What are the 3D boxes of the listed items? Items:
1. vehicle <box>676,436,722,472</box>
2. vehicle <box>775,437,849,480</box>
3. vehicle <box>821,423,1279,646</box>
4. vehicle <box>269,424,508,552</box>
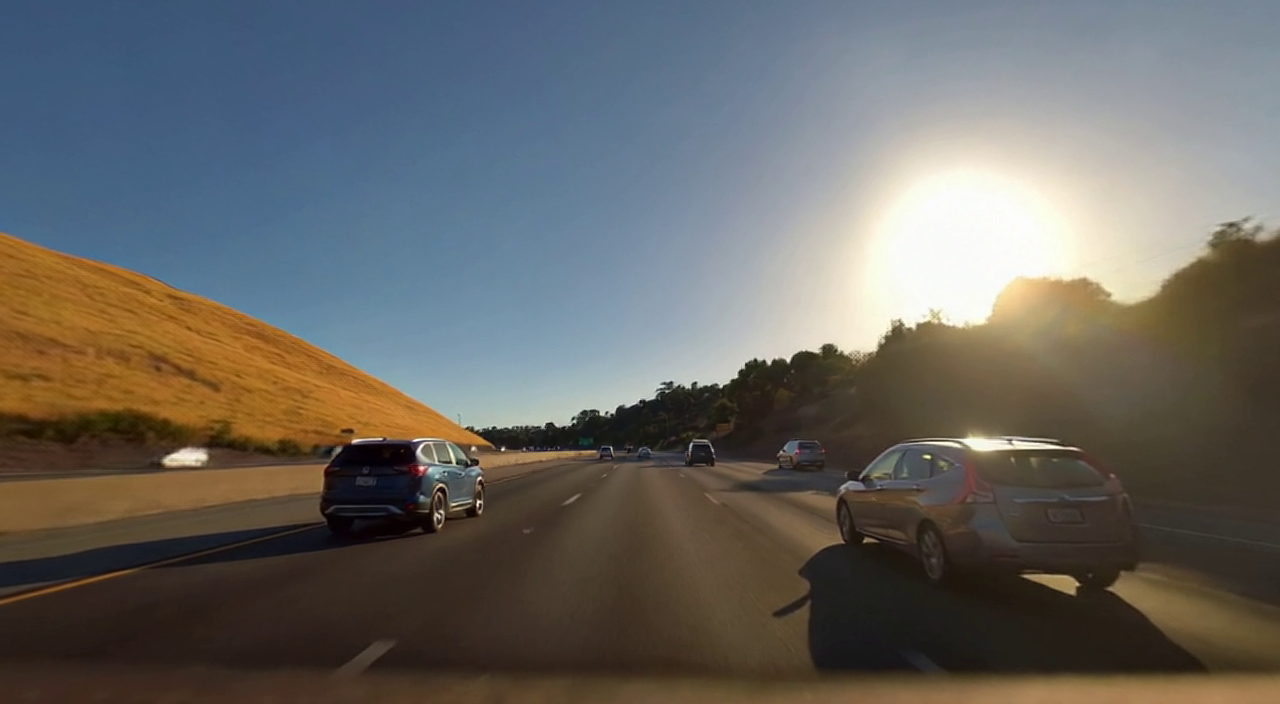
[{"bbox_3d":[3.300,5.831,36.243,2.121,1.925,5.056,0,-8,-1],"label":"vehicle"},{"bbox_3d":[7.501,4.692,28.030,1.998,1.717,4.338,0,-8,-1],"label":"vehicle"},{"bbox_3d":[3.468,1.555,6.466,1.941,1.481,4.300,0,-8,0],"label":"vehicle"},{"bbox_3d":[-3.833,2.146,10.677,2.166,1.672,4.388,0,-8,1],"label":"vehicle"}]
